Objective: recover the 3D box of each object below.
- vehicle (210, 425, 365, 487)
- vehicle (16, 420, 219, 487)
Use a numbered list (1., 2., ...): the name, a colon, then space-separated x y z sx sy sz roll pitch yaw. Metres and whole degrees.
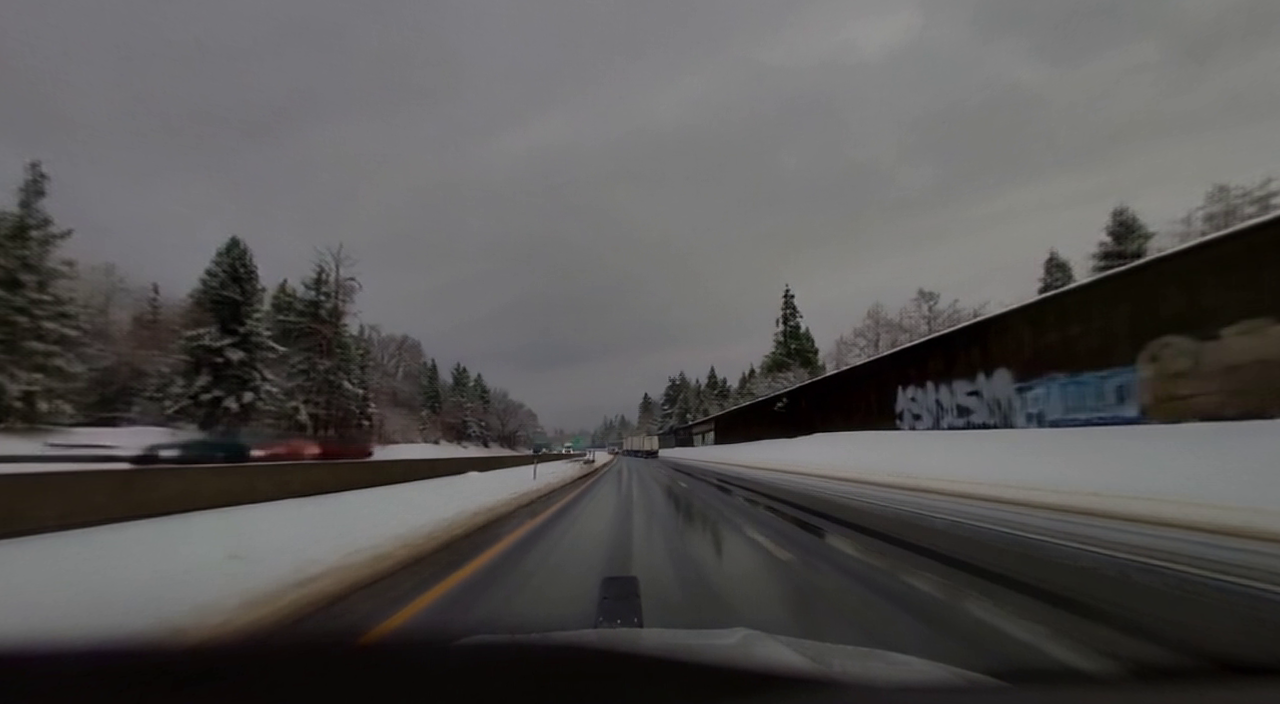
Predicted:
1. vehicle: -9.309 2.791 16.969 1.955 1.465 3.791 0 -9 0
2. vehicle: -13.757 2.720 16.913 1.921 1.551 4.132 0 -9 -1
